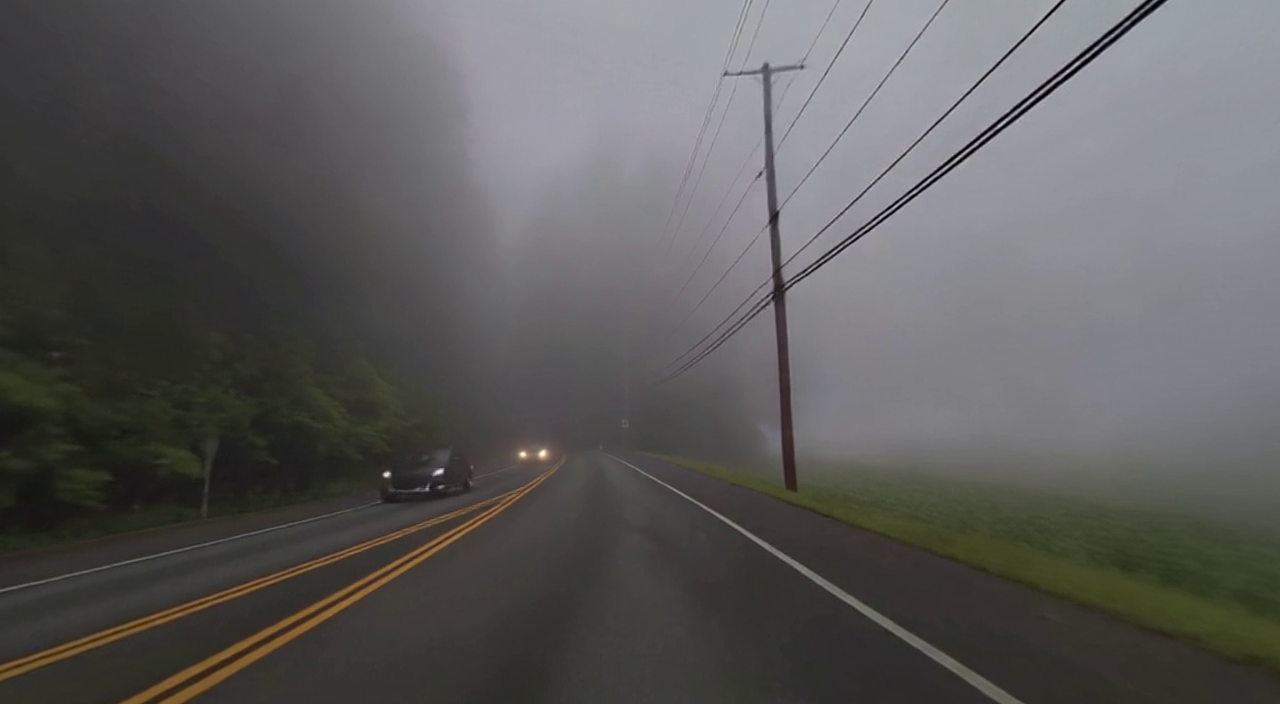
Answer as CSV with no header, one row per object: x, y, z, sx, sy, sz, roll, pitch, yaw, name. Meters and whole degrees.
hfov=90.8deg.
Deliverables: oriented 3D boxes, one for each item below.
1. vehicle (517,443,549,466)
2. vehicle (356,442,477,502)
-7.648,7.351,45.519,1.950,1.522,4.180,0,-8,-5,vehicle
-6.783,3.664,19.802,2.099,1.640,4.555,0,-8,0,vehicle
